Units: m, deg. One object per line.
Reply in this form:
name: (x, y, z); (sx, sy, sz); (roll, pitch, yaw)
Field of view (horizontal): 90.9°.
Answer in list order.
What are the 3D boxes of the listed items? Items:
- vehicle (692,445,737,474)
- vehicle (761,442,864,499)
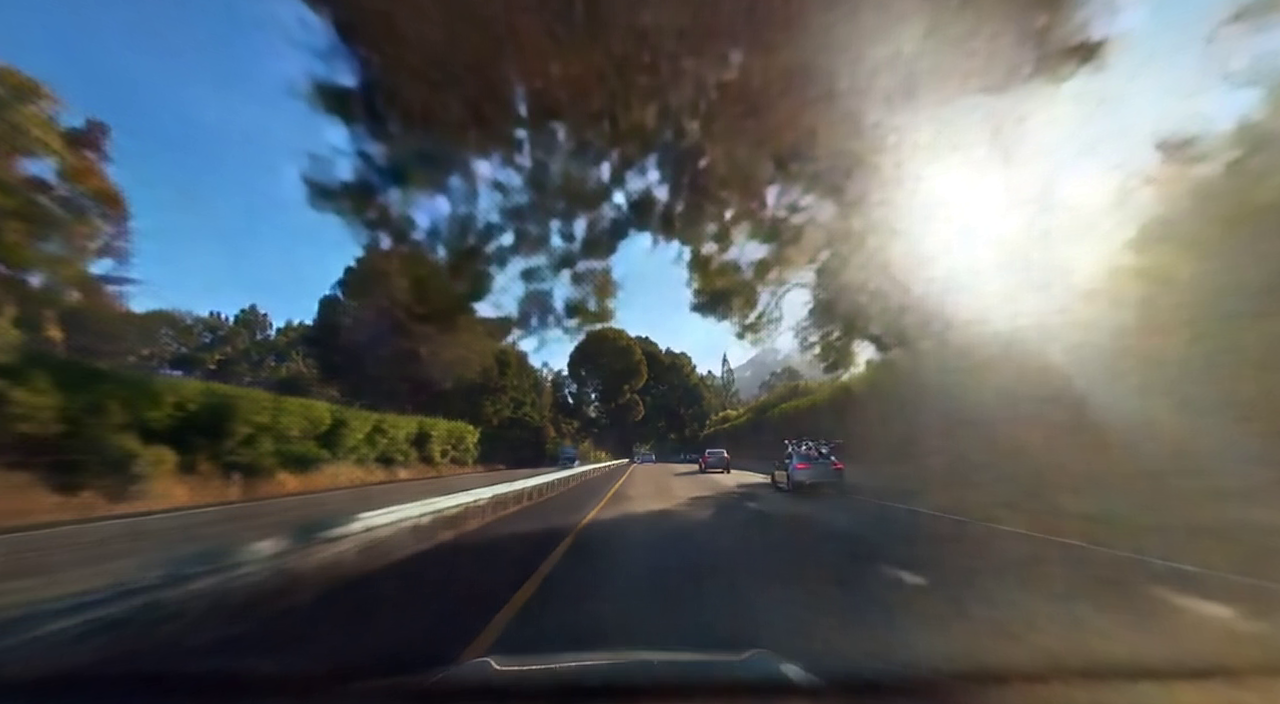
vehicle: (4.470, 6.543, 38.478); (2.122, 1.662, 4.392); (0, -9, 0)
vehicle: (5.050, 3.502, 18.975); (1.964, 1.513, 3.707); (0, -9, -1)
